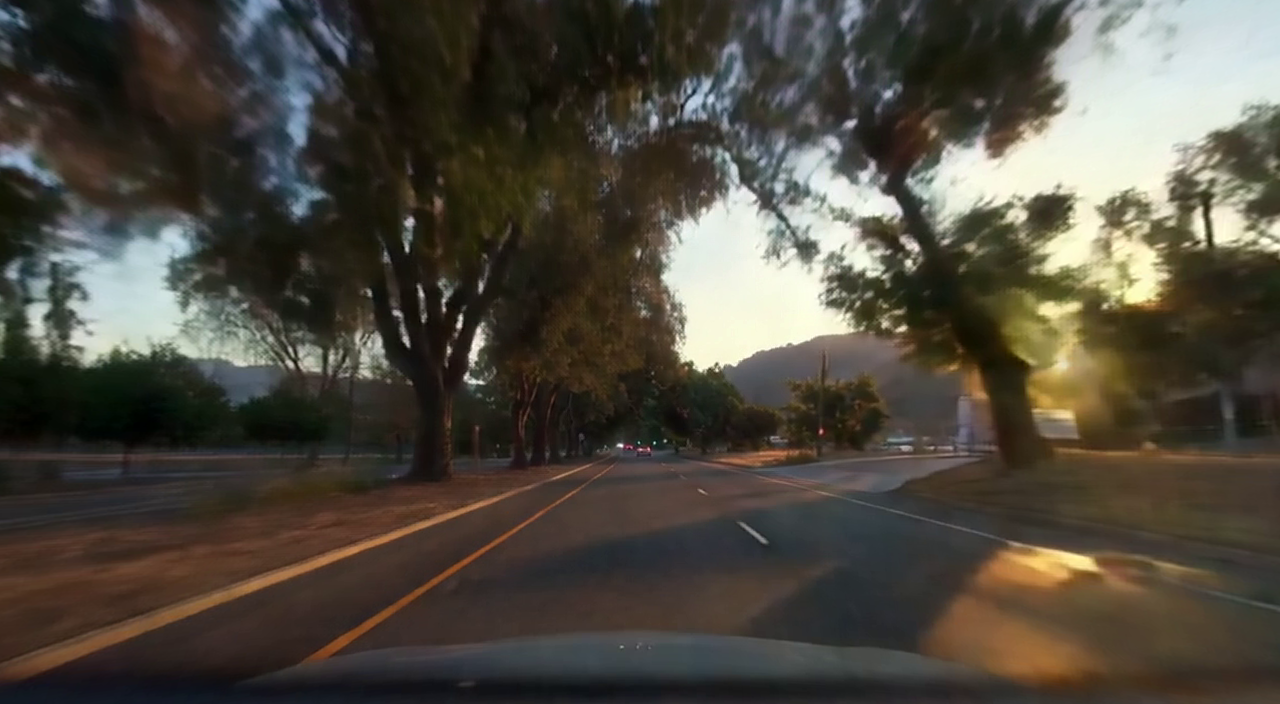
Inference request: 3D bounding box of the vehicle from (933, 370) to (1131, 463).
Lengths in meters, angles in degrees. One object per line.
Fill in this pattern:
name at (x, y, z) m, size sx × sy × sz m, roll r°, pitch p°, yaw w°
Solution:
vehicle at (16.989, 3.129, 28.410) m, size 2.826 × 3.500 × 9.295 m, roll 0°, pitch -9°, yaw 0°
